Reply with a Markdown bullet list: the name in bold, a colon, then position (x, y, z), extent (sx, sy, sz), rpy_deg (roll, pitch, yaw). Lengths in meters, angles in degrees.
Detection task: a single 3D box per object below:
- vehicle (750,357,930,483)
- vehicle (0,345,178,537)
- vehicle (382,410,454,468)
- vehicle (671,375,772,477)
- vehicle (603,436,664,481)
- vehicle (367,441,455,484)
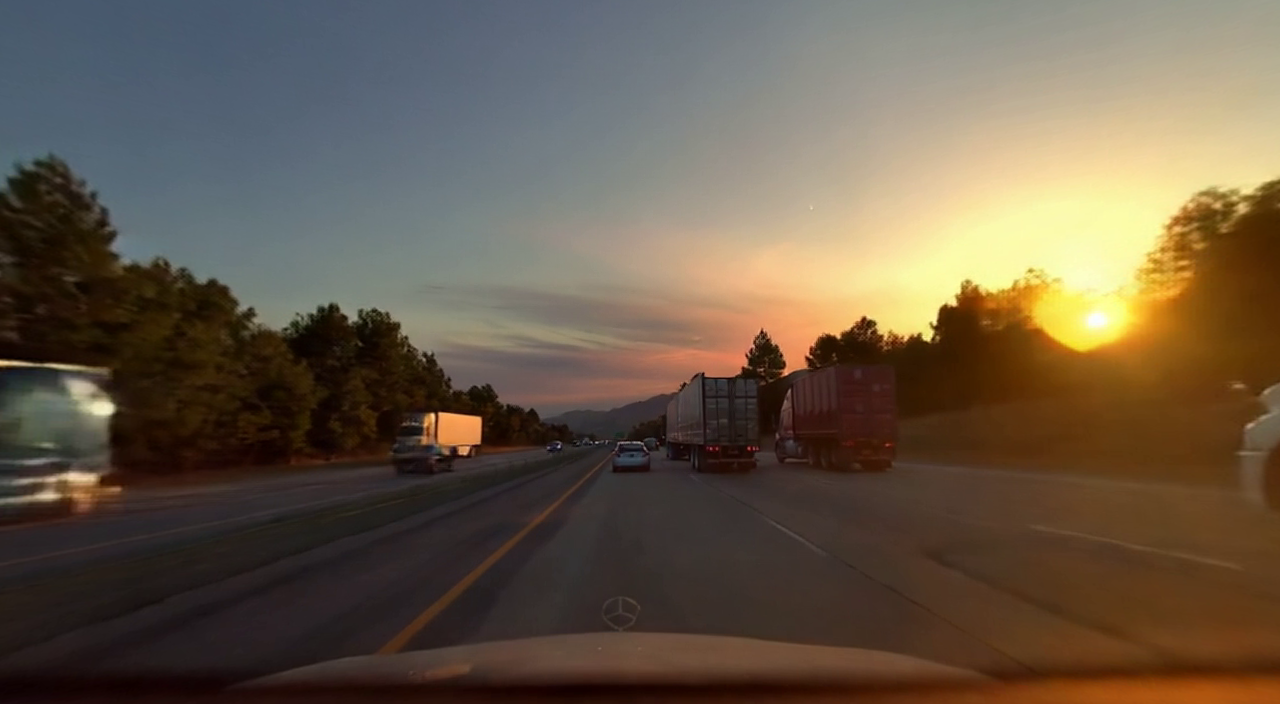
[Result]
- **vehicle**: position (7.758, 3.112, 27.670), extent (2.876, 4.111, 14.145), rpy_deg (0, -7, -2)
- **vehicle**: position (-12.573, 1.608, 11.335), extent (2.641, 3.353, 7.768), rpy_deg (0, -7, -1)
- **vehicle**: position (-17.181, 6.835, 49.389), extent (3.135, 4.207, 7.042), rpy_deg (0, -8, -1)
- **vehicle**: position (3.648, 3.901, 32.686), extent (2.888, 4.099, 14.183), rpy_deg (0, -7, -2)
- **vehicle**: position (-0.266, 3.846, 23.148), extent (2.038, 1.477, 3.773), rpy_deg (0, -7, -1)
- **vehicle**: position (-8.686, 4.200, 24.359), extent (1.867, 1.465, 4.420), rpy_deg (0, -8, -2)
